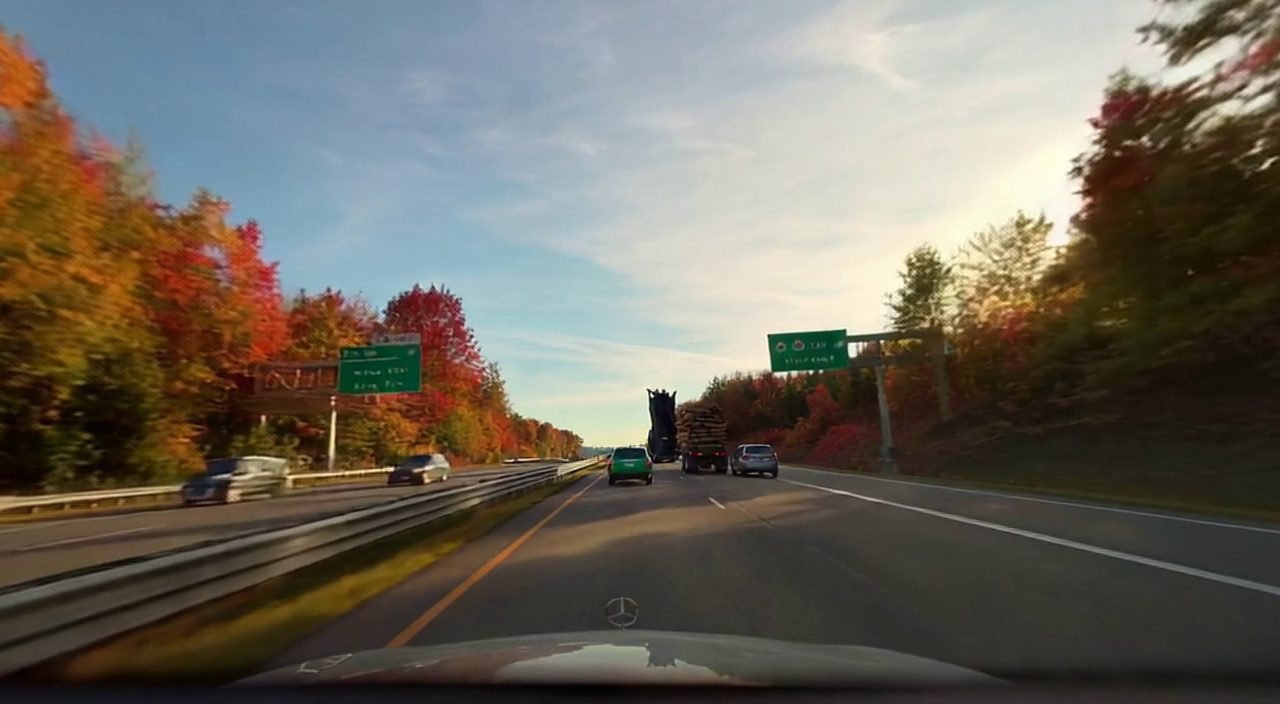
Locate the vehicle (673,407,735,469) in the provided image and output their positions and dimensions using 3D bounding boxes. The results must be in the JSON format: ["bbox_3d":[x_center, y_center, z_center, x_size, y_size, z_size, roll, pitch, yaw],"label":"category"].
[{"bbox_3d":[4.263,6.047,43.732,3.125,3.895,8.461,0,-9,-2],"label":"vehicle"}]

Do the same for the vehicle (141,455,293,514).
[{"bbox_3d":[-13.516,4.204,20.421,1.965,1.625,4.309,0,-9,-1],"label":"vehicle"}]

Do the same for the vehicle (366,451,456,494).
[{"bbox_3d":[-8.925,4.689,24.796,1.999,1.498,4.105,-1,-9,0],"label":"vehicle"}]

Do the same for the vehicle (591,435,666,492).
[{"bbox_3d":[-0.387,3.679,21.042,2.263,1.699,3.936,0,-9,-1],"label":"vehicle"}]

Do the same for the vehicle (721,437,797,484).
[{"bbox_3d":[4.646,4.310,25.120,2.057,1.660,4.525,0,-9,-1],"label":"vehicle"}]
